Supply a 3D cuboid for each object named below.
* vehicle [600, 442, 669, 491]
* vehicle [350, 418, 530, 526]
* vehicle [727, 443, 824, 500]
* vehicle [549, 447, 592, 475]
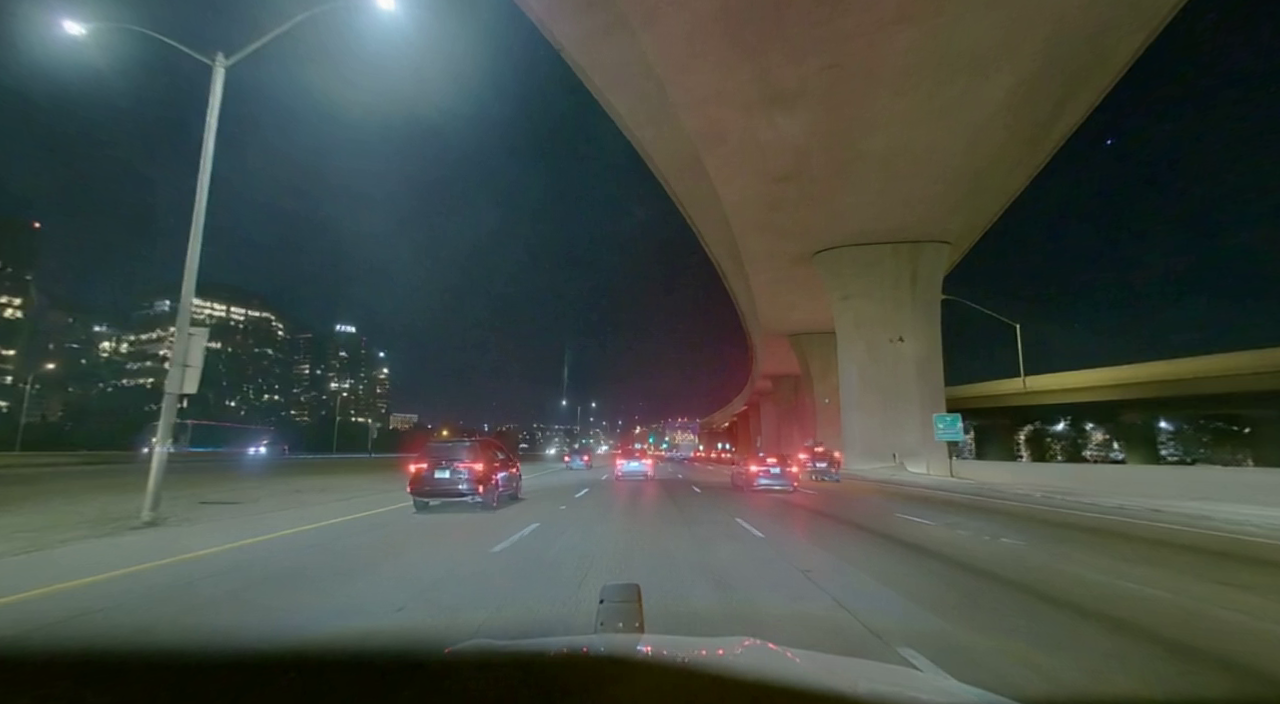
[{"bbox_3d":[-0.179,3.814,21.305,2.089,1.493,3.964,0,-9,0],"label":"vehicle"},{"bbox_3d":[-3.845,2.404,13.188,2.142,1.819,4.648,0,-9,1],"label":"vehicle"},{"bbox_3d":[3.893,3.497,18.805,1.974,1.490,3.994,0,-9,-1],"label":"vehicle"},{"bbox_3d":[-3.775,5.994,34.941,1.868,1.431,4.055,0,-9,1],"label":"vehicle"}]
